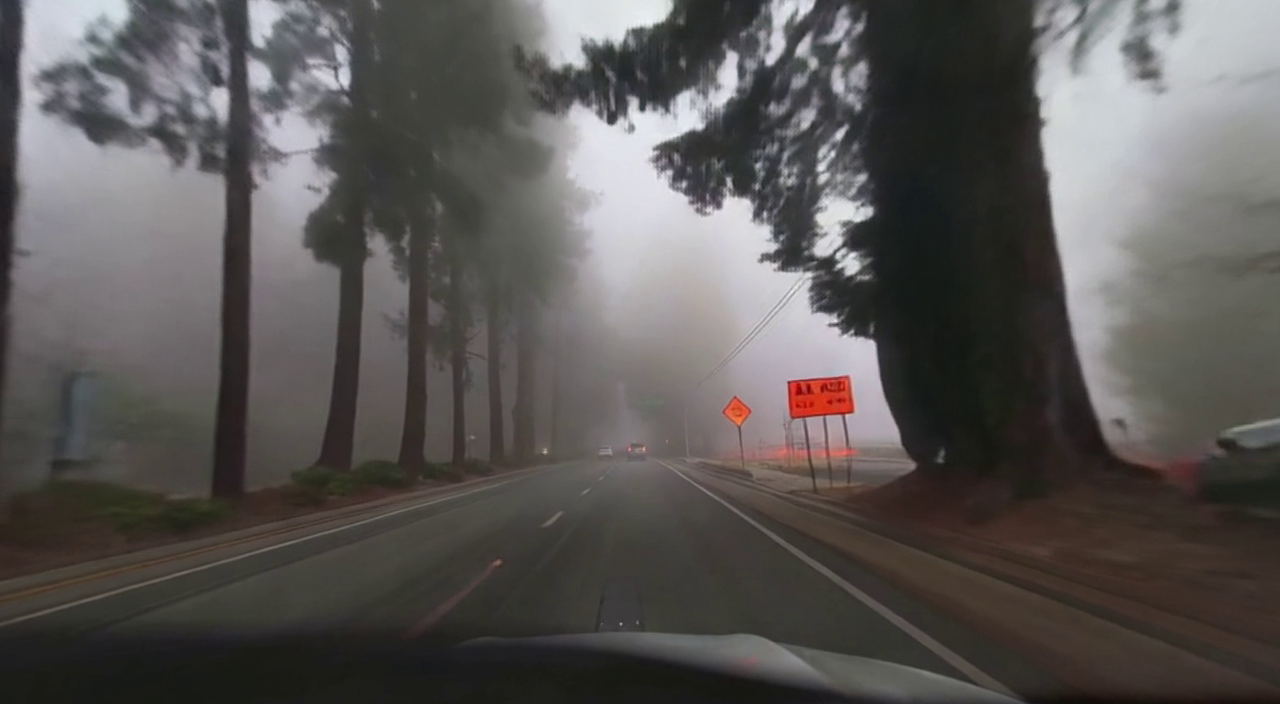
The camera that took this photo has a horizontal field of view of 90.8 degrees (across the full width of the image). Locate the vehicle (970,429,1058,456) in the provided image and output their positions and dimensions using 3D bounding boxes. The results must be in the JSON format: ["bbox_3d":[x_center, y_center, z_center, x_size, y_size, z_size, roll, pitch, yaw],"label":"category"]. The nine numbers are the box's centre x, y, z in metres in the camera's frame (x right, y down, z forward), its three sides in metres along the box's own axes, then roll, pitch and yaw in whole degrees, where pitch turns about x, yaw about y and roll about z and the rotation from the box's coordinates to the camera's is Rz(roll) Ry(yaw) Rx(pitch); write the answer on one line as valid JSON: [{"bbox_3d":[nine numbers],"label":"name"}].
[{"bbox_3d":[25.449,6.187,43.095,4.601,1.801,2.122,0,-9,1],"label":"vehicle"}]

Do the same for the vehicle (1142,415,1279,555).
[{"bbox_3d":[8.421,1.504,7.217,1.891,1.548,4.121,-5,-8,0],"label":"vehicle"}]
